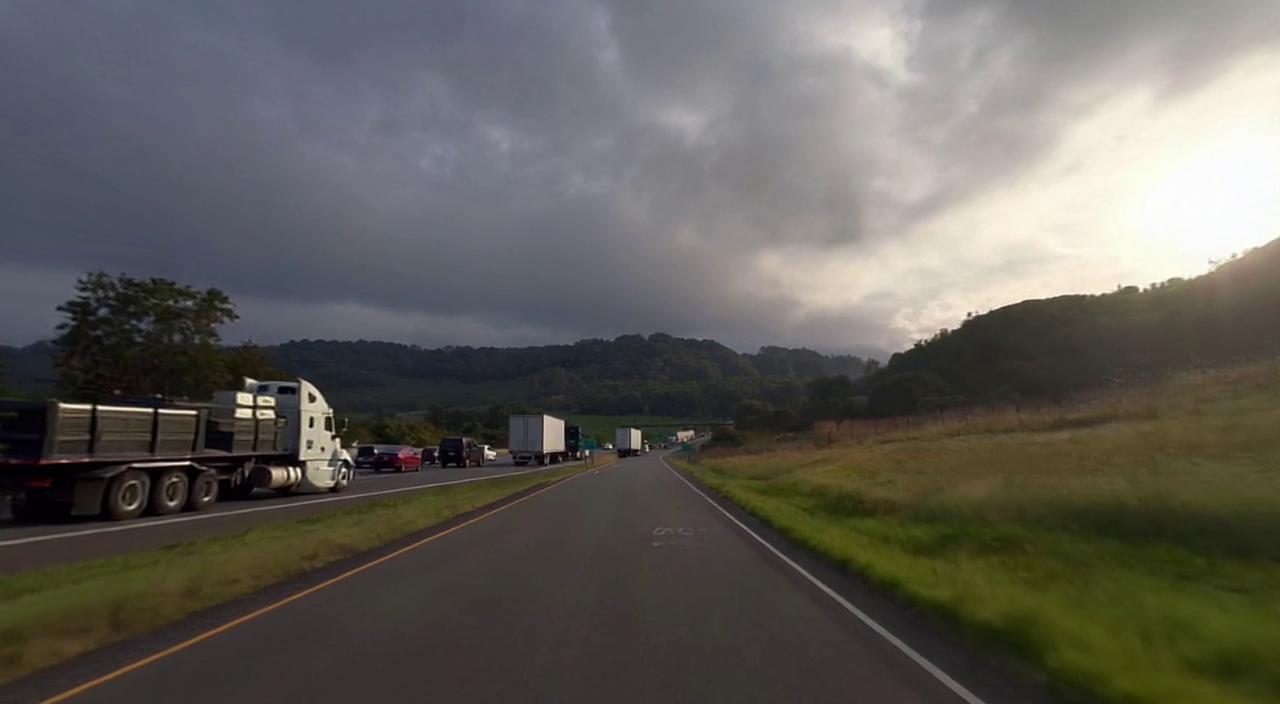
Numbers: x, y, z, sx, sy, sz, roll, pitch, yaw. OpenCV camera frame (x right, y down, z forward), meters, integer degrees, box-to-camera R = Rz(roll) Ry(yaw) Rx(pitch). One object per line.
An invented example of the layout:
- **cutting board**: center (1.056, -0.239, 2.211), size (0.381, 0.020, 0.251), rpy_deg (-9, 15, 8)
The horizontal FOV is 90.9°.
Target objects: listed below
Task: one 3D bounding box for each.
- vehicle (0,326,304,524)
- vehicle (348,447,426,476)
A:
- **vehicle**: center (-12.902, 1.832, 14.750), size (2.745, 3.617, 11.590), rpy_deg (-1, -9, 5)
- **vehicle**: center (-14.175, 6.173, 35.631), size (1.925, 1.493, 4.864), rpy_deg (-1, -9, 7)
